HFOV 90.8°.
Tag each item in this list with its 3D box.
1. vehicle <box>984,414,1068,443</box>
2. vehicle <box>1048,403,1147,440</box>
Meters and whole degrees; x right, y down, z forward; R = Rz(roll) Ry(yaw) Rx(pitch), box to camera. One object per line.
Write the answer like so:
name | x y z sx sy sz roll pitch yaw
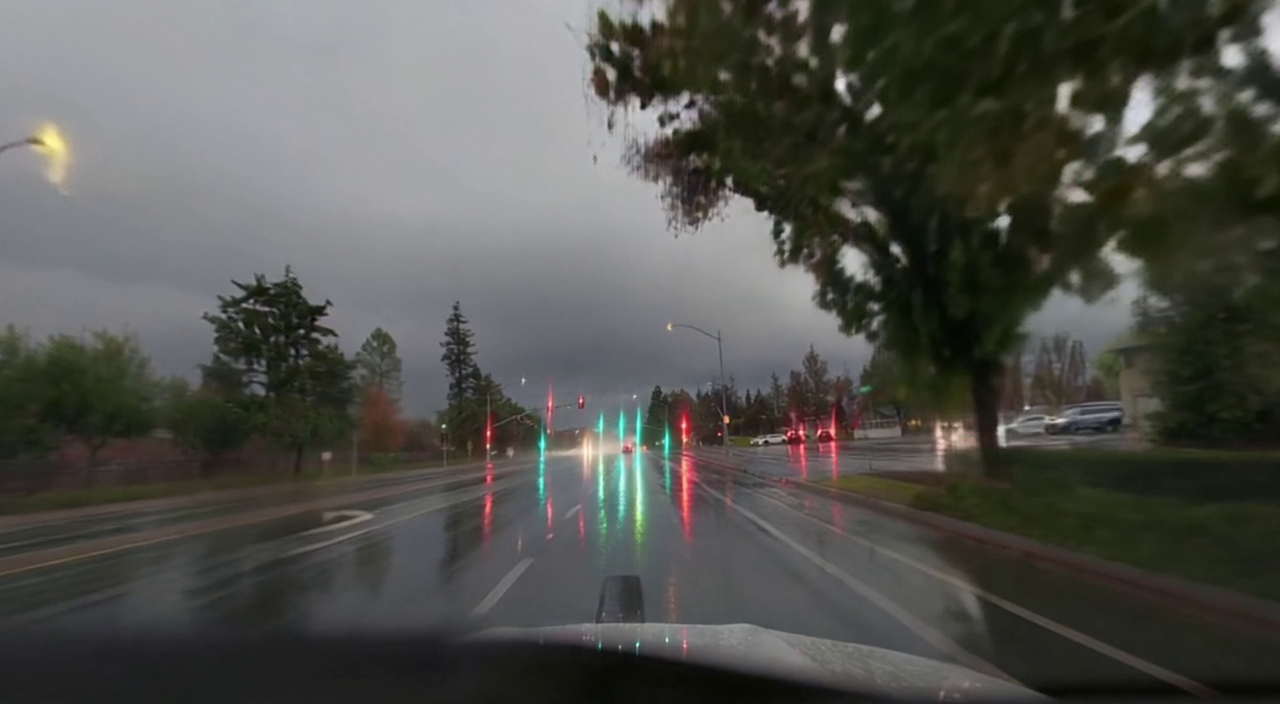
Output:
vehicle | 22.805 4.574 37.502 1.911 1.598 4.322 1 -9 -6
vehicle | 26.705 4.150 37.111 2.081 1.949 4.635 3 -8 -5
